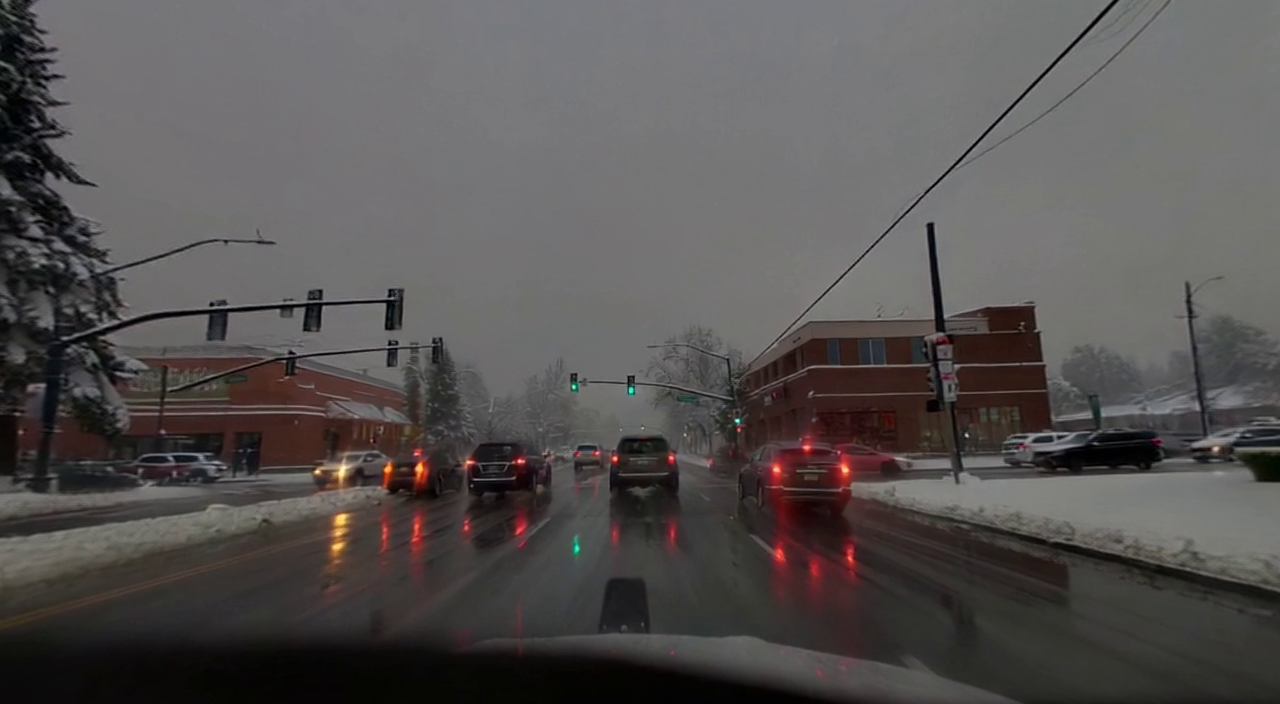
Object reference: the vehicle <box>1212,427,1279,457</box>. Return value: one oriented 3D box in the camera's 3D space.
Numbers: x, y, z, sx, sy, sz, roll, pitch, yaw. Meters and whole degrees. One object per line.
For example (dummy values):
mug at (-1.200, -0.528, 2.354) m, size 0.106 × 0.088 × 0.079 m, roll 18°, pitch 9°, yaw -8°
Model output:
vehicle at (36.973, 5.258, 36.939) m, size 4.409 × 1.696 × 2.180 m, roll -2°, pitch -9°, yaw 13°

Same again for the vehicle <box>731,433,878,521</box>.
vehicle at (3.151, 2.477, 13.076) m, size 2.030 × 1.492 × 4.383 m, roll 0°, pitch -9°, yaw 2°

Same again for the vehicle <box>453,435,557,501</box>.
vehicle at (-3.642, 3.205, 17.827) m, size 1.886 × 1.599 × 4.247 m, roll 0°, pitch -8°, yaw 1°

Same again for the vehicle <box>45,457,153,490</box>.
vehicle at (-29.740, 6.639, 34.712) m, size 4.337 × 1.690 × 1.875 m, roll -1°, pitch -9°, yaw 5°

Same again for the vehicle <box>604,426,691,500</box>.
vehicle at (0.213, 2.969, 17.246) m, size 2.075 × 1.770 × 4.018 m, roll 0°, pitch -8°, yaw 1°

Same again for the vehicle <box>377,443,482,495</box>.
vehicle at (-6.632, 3.704, 20.361) m, size 1.852 × 1.495 × 4.211 m, roll 0°, pitch -9°, yaw 1°

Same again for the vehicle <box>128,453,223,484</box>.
vehicle at (-27.683, 6.934, 37.658) m, size 4.221 × 1.703 × 1.930 m, roll -1°, pitch -9°, yaw 4°

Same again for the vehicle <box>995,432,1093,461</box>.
vehicle at (23.086, 5.425, 36.159) m, size 4.236 × 1.617 × 1.832 m, roll -1°, pitch -9°, yaw 10°

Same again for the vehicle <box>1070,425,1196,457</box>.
vehicle at (29.751, 5.425, 38.200) m, size 5.516 × 1.780 × 2.064 m, roll -2°, pitch -10°, yaw 9°

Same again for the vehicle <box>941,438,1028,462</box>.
vehicle at (21.511, 6.154, 39.502) m, size 4.315 × 1.461 × 1.803 m, roll -1°, pitch -9°, yaw 6°

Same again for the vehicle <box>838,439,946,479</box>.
vehicle at (10.211, 4.279, 25.420) m, size 4.566 × 1.457 × 1.986 m, roll 7°, pitch -11°, yaw -39°

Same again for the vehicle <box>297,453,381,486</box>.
vehicle at (-14.767, 5.762, 31.223) m, size 1.857 × 1.440 × 4.499 m, roll 0°, pitch -9°, yaw 1°

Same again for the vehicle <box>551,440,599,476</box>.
vehicle at (-3.151, 5.250, 31.360) m, size 1.894 × 1.642 × 3.861 m, roll 0°, pitch -8°, yaw 1°
